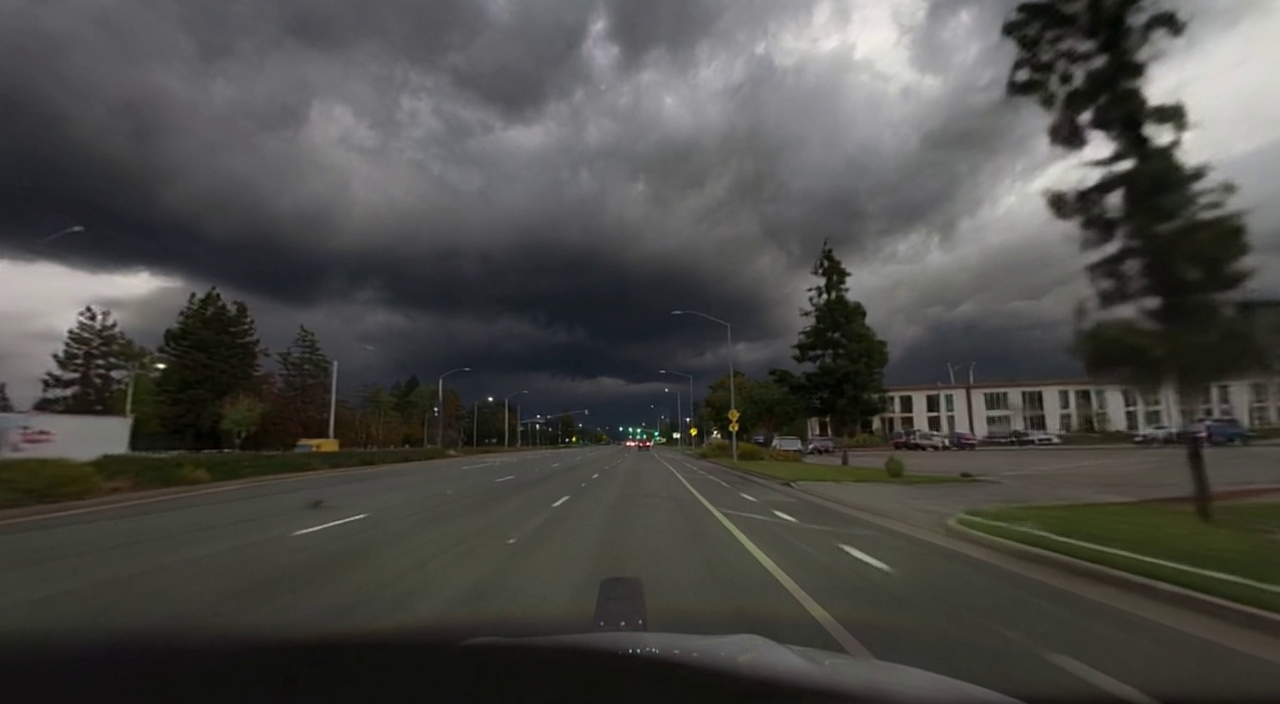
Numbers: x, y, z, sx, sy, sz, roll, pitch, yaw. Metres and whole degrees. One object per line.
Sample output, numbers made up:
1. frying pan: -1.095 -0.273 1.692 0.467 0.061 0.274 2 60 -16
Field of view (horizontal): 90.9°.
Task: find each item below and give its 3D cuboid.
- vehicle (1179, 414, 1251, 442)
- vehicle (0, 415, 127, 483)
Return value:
1. vehicle: 44.396 5.917 48.656 5.546 2.037 2.222 4 -9 -29
2. vehicle: -39.205 6.142 39.887 3.190 3.960 12.082 0 -8 1
